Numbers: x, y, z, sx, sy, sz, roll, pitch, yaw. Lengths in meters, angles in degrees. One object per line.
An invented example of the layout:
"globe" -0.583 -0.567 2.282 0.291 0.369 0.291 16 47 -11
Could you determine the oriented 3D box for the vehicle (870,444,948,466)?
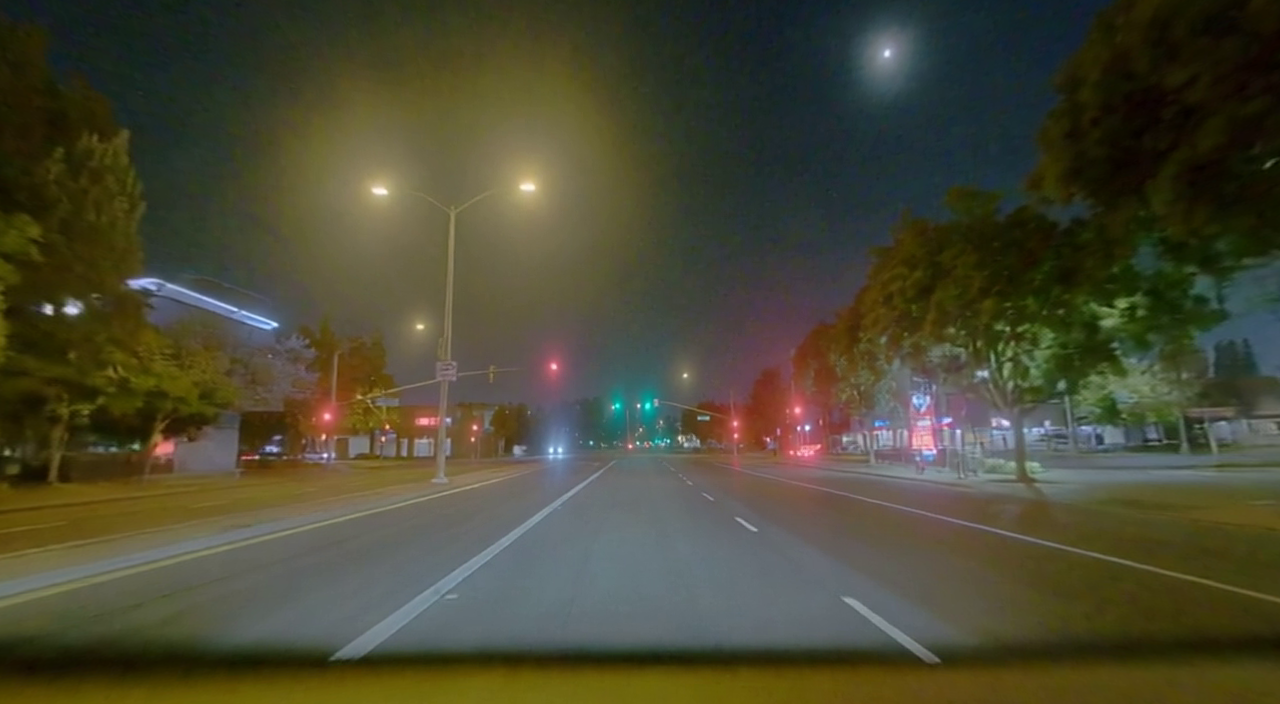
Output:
"vehicle" 18.859 7.214 44.393 4.545 1.511 1.935 0 -9 -4
